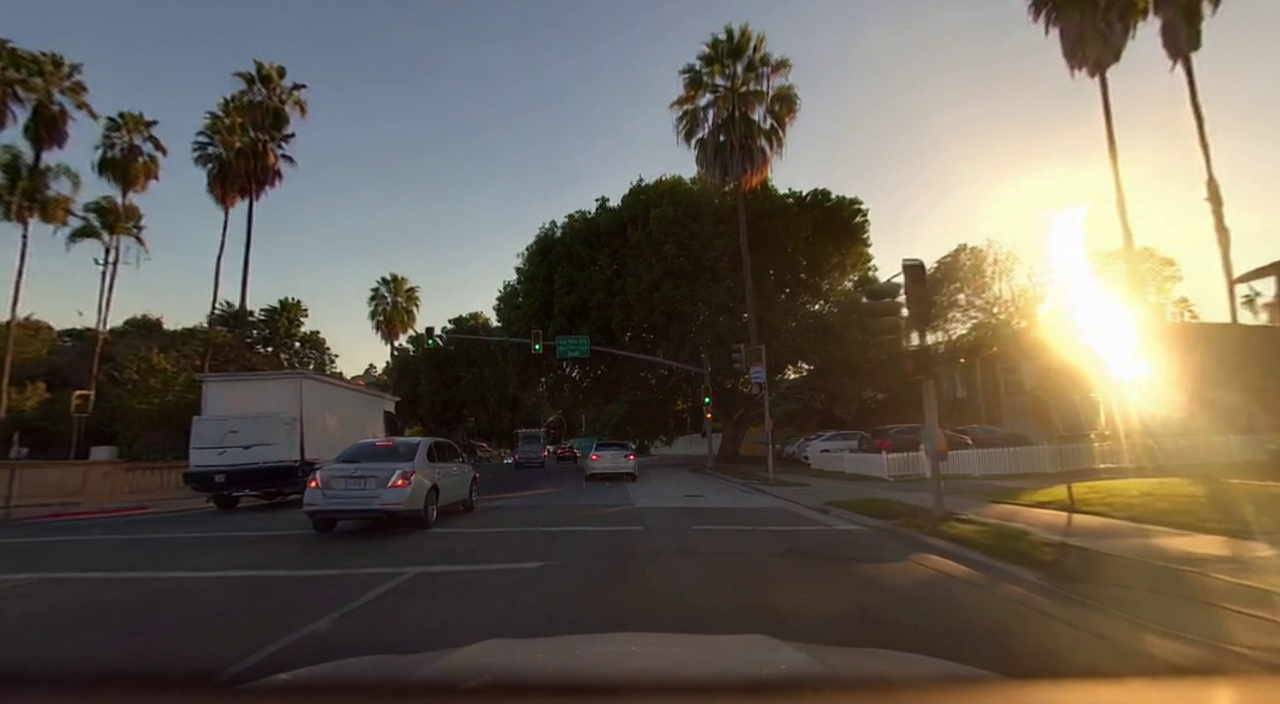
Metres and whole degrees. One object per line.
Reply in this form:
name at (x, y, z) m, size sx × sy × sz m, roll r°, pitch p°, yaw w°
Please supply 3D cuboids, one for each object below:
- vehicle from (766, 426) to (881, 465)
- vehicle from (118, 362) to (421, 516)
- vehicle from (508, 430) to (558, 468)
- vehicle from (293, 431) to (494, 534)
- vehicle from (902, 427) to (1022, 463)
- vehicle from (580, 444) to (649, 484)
vehicle at (8.709, 4.442, 30.029) m, size 4.742 × 1.690 × 2.218 m, roll 2°, pitch -9°, yaw -18°
vehicle at (-7.719, 2.013, 14.561) m, size 2.821 × 2.701 × 6.721 m, roll 0°, pitch -8°, yaw 1°
vehicle at (-5.663, 5.195, 33.903) m, size 2.032 × 1.852 × 4.571 m, roll -1°, pitch -8°, yaw -1°
vehicle at (-4.004, 2.168, 11.131) m, size 1.709 × 1.425 × 4.337 m, roll -1°, pitch -8°, yaw 1°
vehicle at (14.667, 4.227, 28.810) m, size 4.615 × 1.555 × 2.021 m, roll 2°, pitch -9°, yaw -15°
vehicle at (-0.869, 3.764, 21.569) m, size 2.131 × 1.222 × 3.868 m, roll 0°, pitch -8°, yaw -3°
